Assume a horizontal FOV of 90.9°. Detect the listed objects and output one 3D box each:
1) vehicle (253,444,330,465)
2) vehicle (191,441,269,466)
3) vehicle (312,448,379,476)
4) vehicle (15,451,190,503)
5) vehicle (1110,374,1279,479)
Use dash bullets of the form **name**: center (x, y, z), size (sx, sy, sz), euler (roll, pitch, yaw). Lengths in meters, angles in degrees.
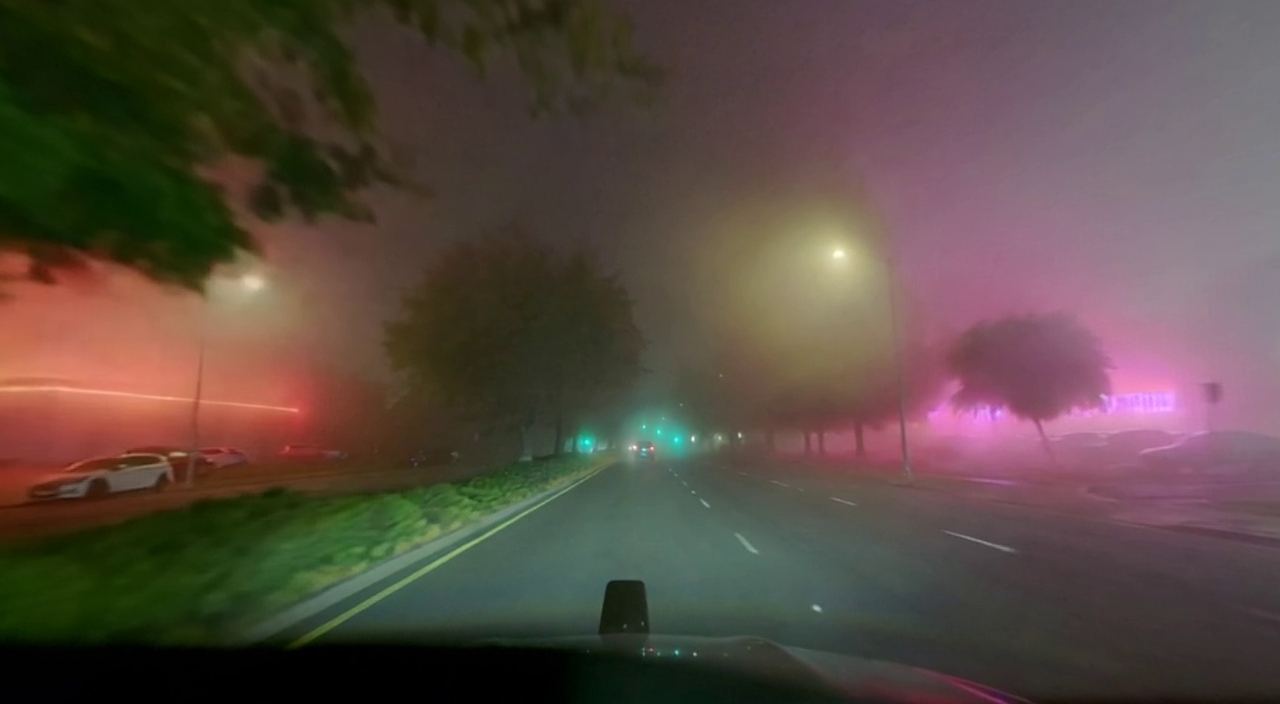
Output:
- **vehicle**: center (-26.283, 7.773, 47.673), size (4.613, 1.504, 1.876), euler (1, -9, -7)
- **vehicle**: center (-27.309, 6.764, 42.096), size (3.882, 1.599, 1.725), euler (1, -9, -4)
- **vehicle**: center (-18.690, 6.998, 40.269), size (1.964, 1.618, 4.622), euler (0, -8, 1)
- **vehicle**: center (-19.045, 4.409, 22.730), size (1.814, 1.577, 5.024), euler (0, -9, 1)
- **vehicle**: center (21.813, 2.882, 23.650), size (3.006, 3.375, 6.598), euler (0, -9, -2)
